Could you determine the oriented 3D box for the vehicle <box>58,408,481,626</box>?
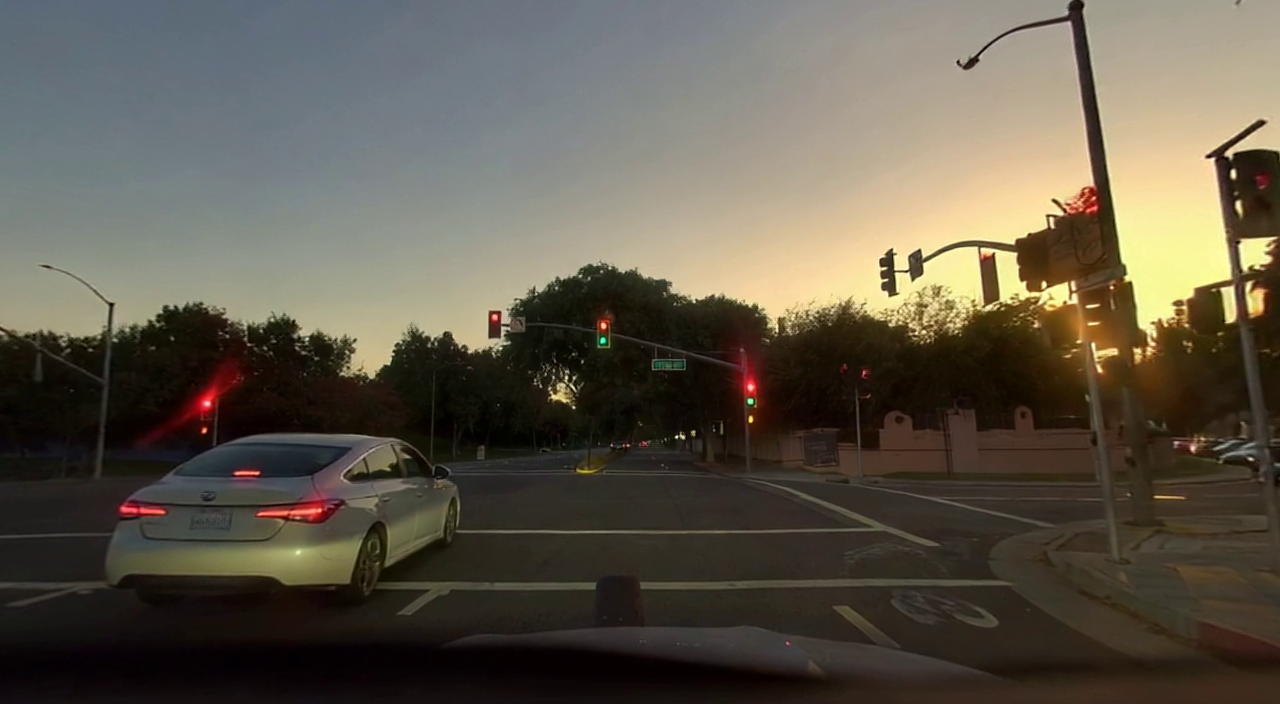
[{"bbox_3d":[-3.320,1.556,7.011,2.076,1.599,4.483,0,-8,-2],"label":"vehicle"}]
